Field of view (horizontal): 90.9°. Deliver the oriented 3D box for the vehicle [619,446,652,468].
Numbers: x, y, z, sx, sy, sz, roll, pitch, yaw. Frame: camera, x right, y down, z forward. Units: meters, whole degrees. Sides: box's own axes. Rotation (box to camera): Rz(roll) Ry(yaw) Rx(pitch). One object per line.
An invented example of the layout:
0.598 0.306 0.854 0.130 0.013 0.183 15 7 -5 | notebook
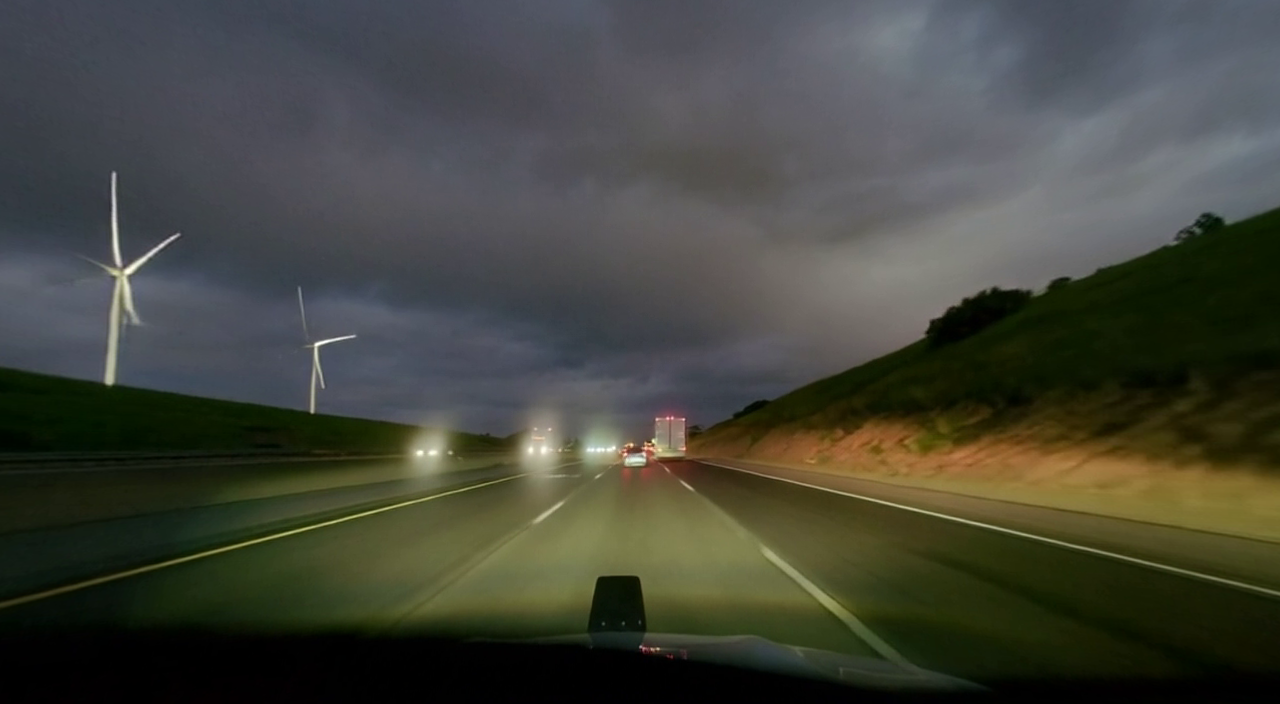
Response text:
-0.336 7.305 43.859 2.209 1.453 3.695 0 -9 0 | vehicle
